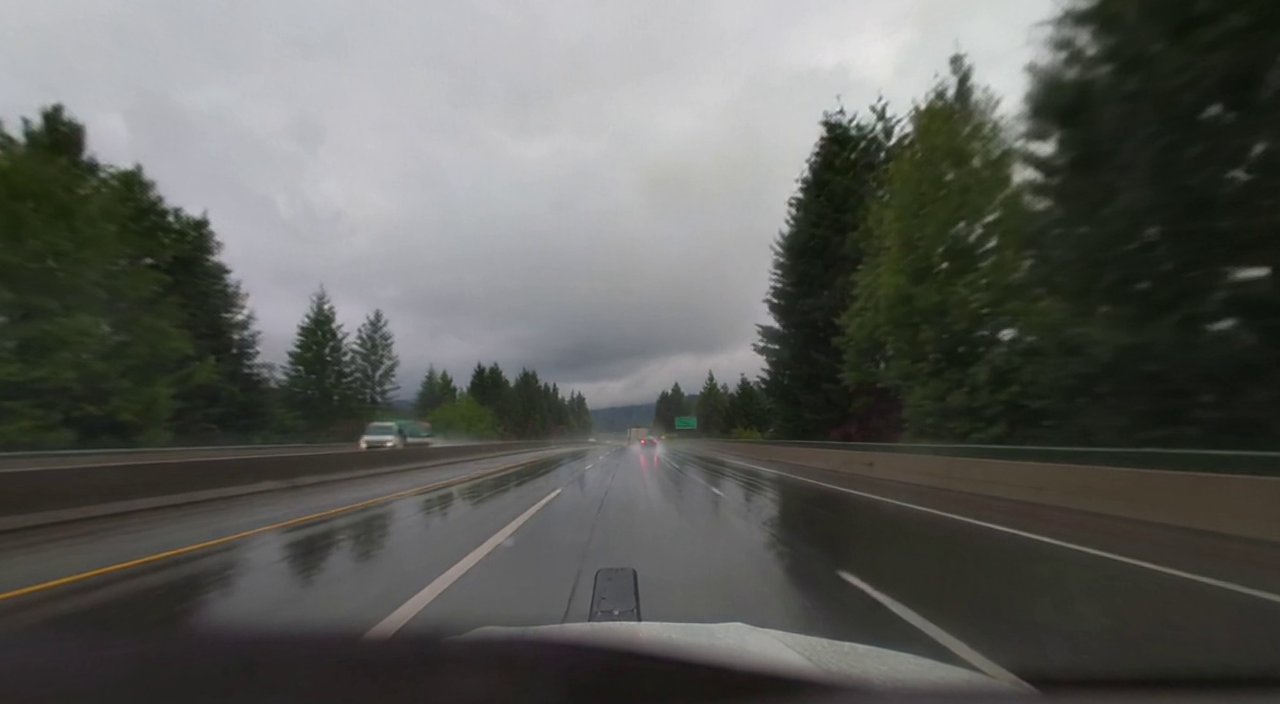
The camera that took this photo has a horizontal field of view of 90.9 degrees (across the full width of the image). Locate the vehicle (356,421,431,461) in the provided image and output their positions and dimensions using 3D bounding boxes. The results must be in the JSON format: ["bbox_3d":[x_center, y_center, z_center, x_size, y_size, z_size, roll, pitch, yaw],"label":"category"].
[{"bbox_3d":[-16.904,6.158,43.694,2.461,2.573,6.713,0,-8,0],"label":"vehicle"}]
